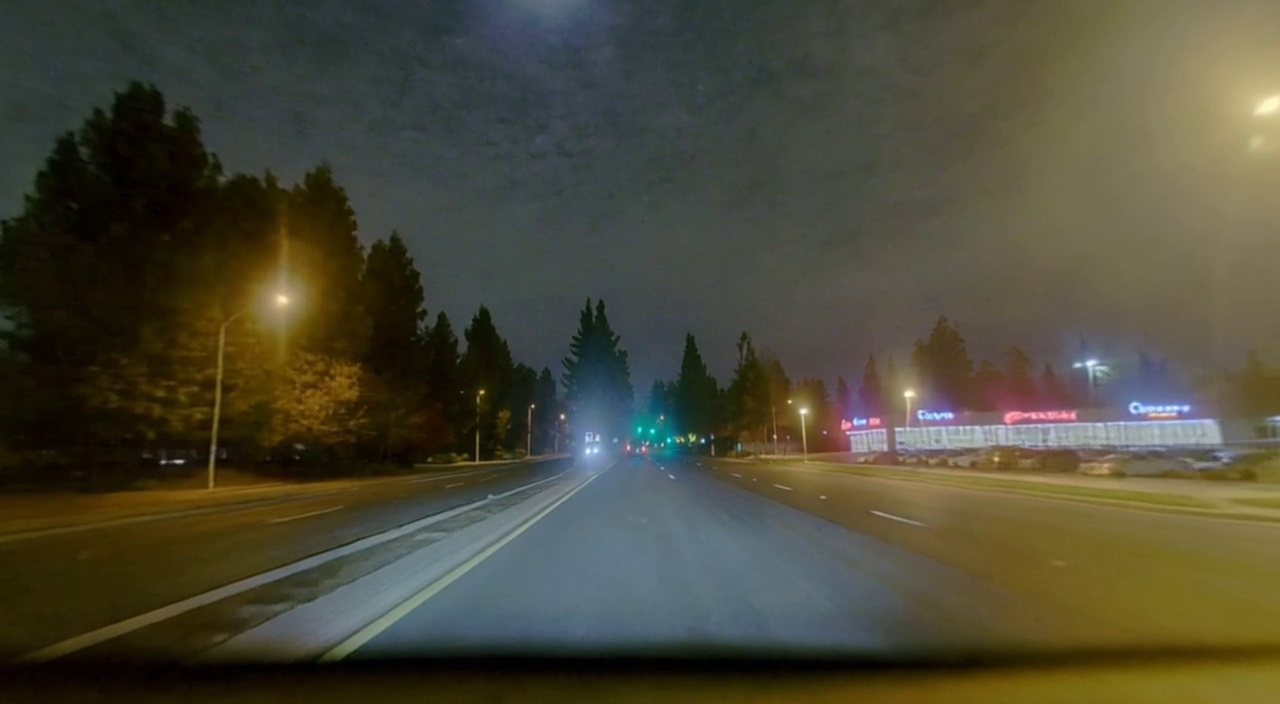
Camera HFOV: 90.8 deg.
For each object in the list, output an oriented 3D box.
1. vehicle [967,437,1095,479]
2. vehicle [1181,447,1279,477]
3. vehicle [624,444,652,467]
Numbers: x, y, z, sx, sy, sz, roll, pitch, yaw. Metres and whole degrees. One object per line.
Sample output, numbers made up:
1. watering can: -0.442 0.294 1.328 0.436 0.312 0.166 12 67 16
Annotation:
1. vehicle: 18.890 5.125 30.715 4.739 1.916 2.136 0 -8 1
2. vehicle: 31.695 5.881 34.006 1.739 1.471 3.811 0 -8 -1
3. vehicle: -0.167 8.061 49.310 2.095 1.647 4.205 0 -8 -1
